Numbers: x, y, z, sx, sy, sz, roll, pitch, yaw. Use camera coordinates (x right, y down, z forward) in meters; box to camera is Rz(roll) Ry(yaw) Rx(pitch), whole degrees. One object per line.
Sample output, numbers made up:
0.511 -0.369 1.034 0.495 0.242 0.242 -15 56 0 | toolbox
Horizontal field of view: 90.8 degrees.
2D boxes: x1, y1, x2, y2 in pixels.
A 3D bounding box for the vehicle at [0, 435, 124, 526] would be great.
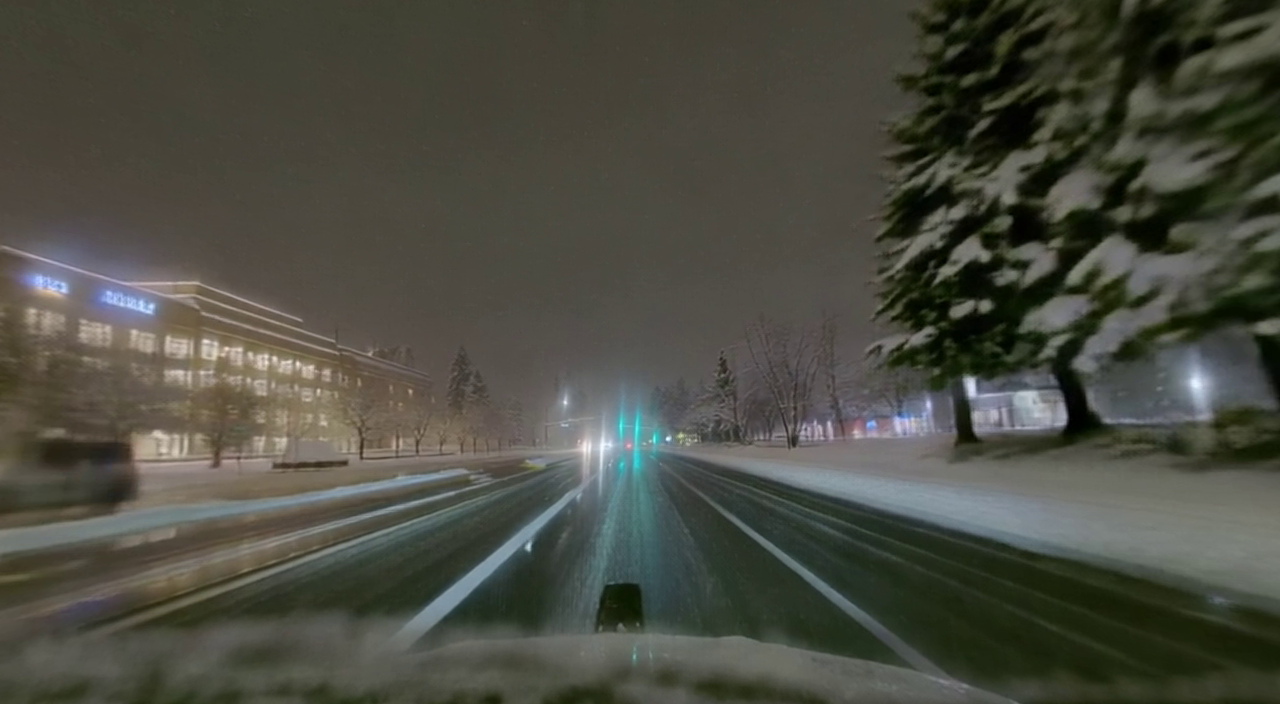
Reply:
-13.638 2.592 12.783 2.133 1.770 5.049 0 -8 -1 | vehicle
